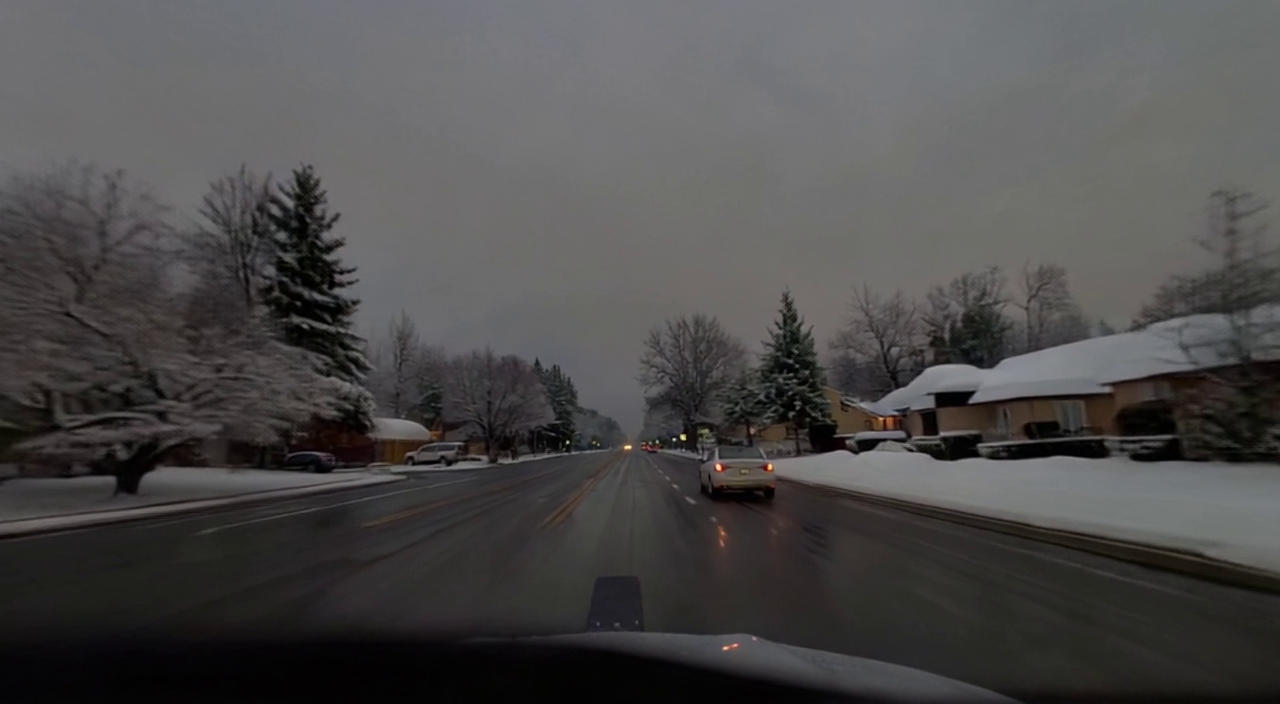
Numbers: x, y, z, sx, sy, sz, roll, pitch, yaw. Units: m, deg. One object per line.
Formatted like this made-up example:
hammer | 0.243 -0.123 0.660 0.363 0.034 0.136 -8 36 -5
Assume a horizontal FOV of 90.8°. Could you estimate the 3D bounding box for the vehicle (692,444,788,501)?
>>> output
vehicle | 2.825 3.504 18.896 2.057 1.493 4.225 0 -8 -2
